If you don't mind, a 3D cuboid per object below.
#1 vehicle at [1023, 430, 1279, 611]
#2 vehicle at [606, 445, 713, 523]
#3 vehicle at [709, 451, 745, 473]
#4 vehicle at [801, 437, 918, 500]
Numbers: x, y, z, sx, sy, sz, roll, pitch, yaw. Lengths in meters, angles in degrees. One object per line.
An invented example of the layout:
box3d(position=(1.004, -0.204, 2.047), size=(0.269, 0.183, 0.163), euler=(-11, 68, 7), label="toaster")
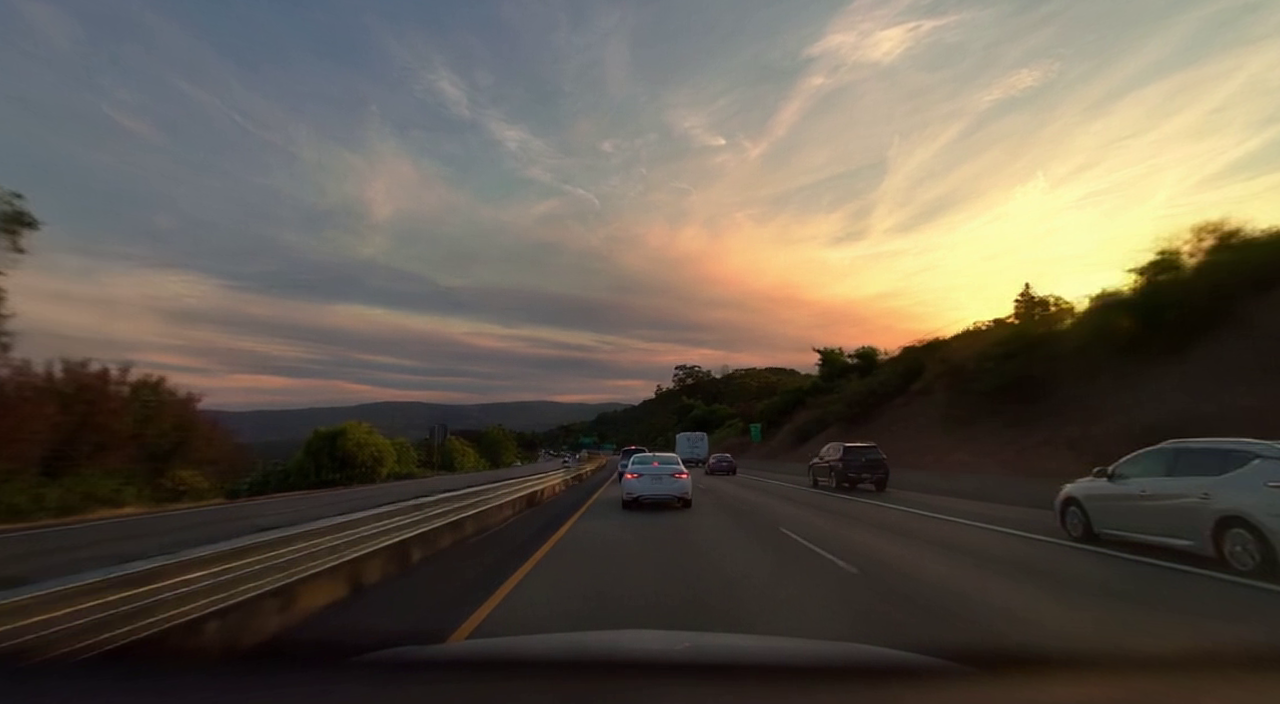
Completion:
box3d(position=(6.270, 1.598, 6.530), size=(1.965, 1.484, 4.090), euler=(0, -9, 0), label="vehicle")
box3d(position=(0.369, 2.871, 14.183), size=(2.076, 1.485, 3.774), euler=(0, -9, 0), label="vehicle")
box3d(position=(6.138, 7.782, 44.716), size=(1.921, 1.451, 3.841), euler=(0, -9, -1), label="vehicle")
box3d(position=(6.549, 3.531, 19.414), size=(1.980, 1.702, 4.235), euler=(0, -9, -1), label="vehicle")
